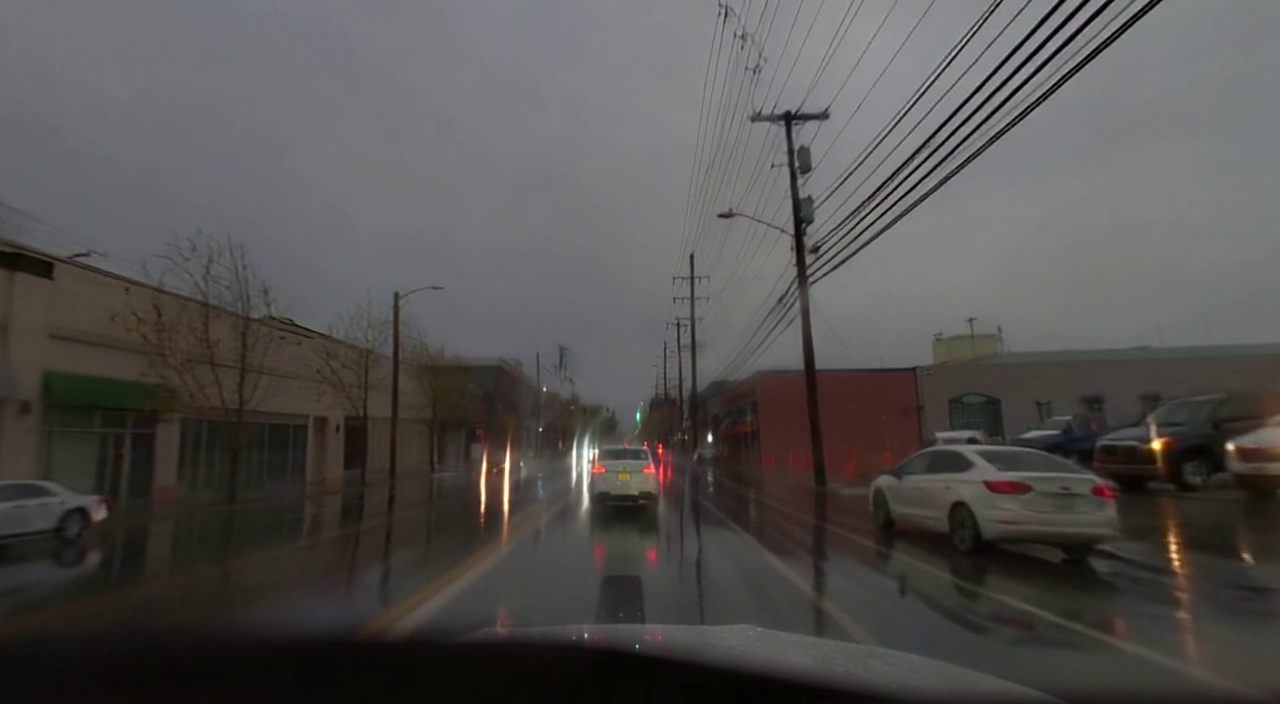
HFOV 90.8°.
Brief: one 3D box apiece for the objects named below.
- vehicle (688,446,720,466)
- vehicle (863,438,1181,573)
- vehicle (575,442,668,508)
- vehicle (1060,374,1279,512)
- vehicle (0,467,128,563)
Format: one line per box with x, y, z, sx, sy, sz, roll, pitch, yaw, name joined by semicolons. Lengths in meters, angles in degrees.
4.852;7.916;48.211;1.908;1.470;3.935;0;-9;-2;vehicle
5.225;2.113;9.613;1.937;1.523;4.541;0;-9;-1;vehicle
-0.436;3.092;16.400;2.116;1.479;3.980;0;-8;0;vehicle
11.252;1.755;12.102;2.329;2.145;5.841;0;-9;0;vehicle
-11.499;2.807;10.852;1.817;1.480;4.282;0;-8;0;vehicle
